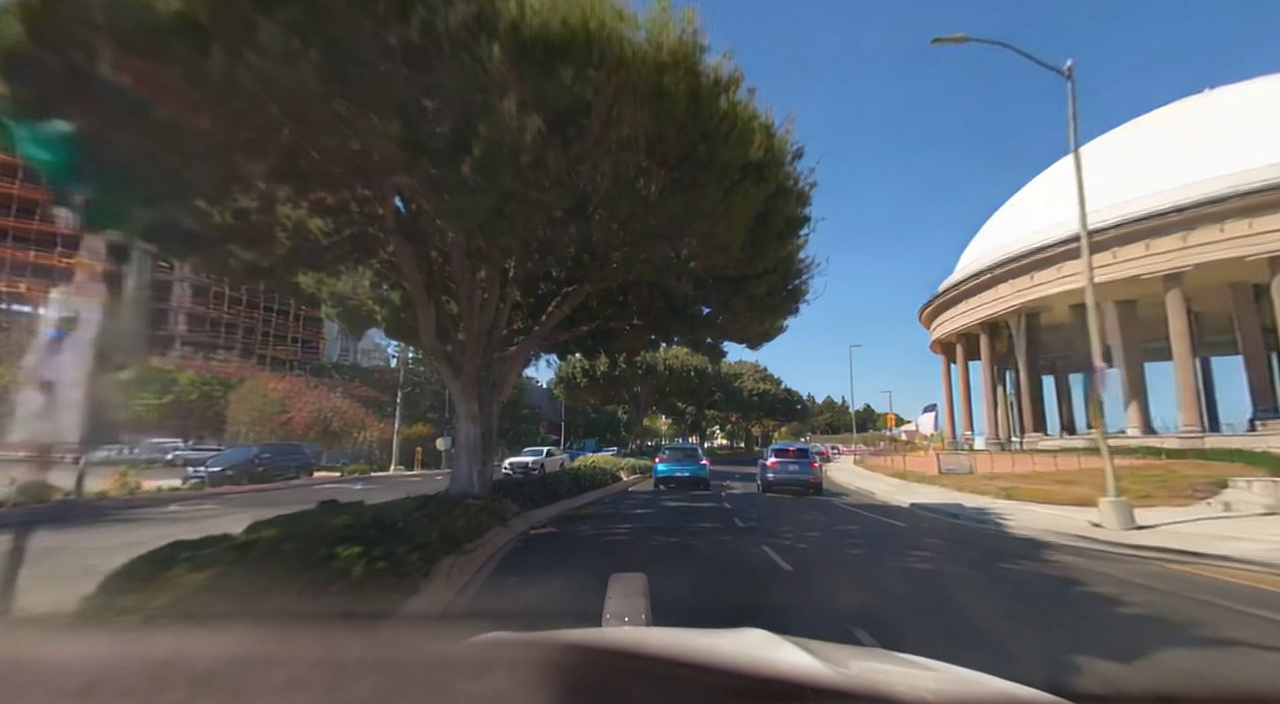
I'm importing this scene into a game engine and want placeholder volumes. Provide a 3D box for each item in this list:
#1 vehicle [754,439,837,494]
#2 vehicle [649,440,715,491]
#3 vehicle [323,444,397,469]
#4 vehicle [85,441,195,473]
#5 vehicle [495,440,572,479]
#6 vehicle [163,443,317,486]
[{"bbox_3d":[5.472,4.091,22.913,2.320,1.772,4.872,-1,-9,7],"label":"vehicle"},{"bbox_3d":[1.612,4.057,22.754,2.132,1.632,3.889,-2,-9,7],"label":"vehicle"},{"bbox_3d":[-20.870,7.808,47.017,4.648,1.697,1.979,-3,-10,13],"label":"vehicle"},{"bbox_3d":[-29.875,6.274,37.823,1.951,1.743,4.619,-6,-10,29],"label":"vehicle"},{"bbox_3d":[-5.292,5.446,32.177,2.254,1.789,4.736,-2,-9,12],"label":"vehicle"},{"bbox_3d":[-14.794,4.179,23.534,4.351,1.490,2.012,0,-9,-1],"label":"vehicle"}]
